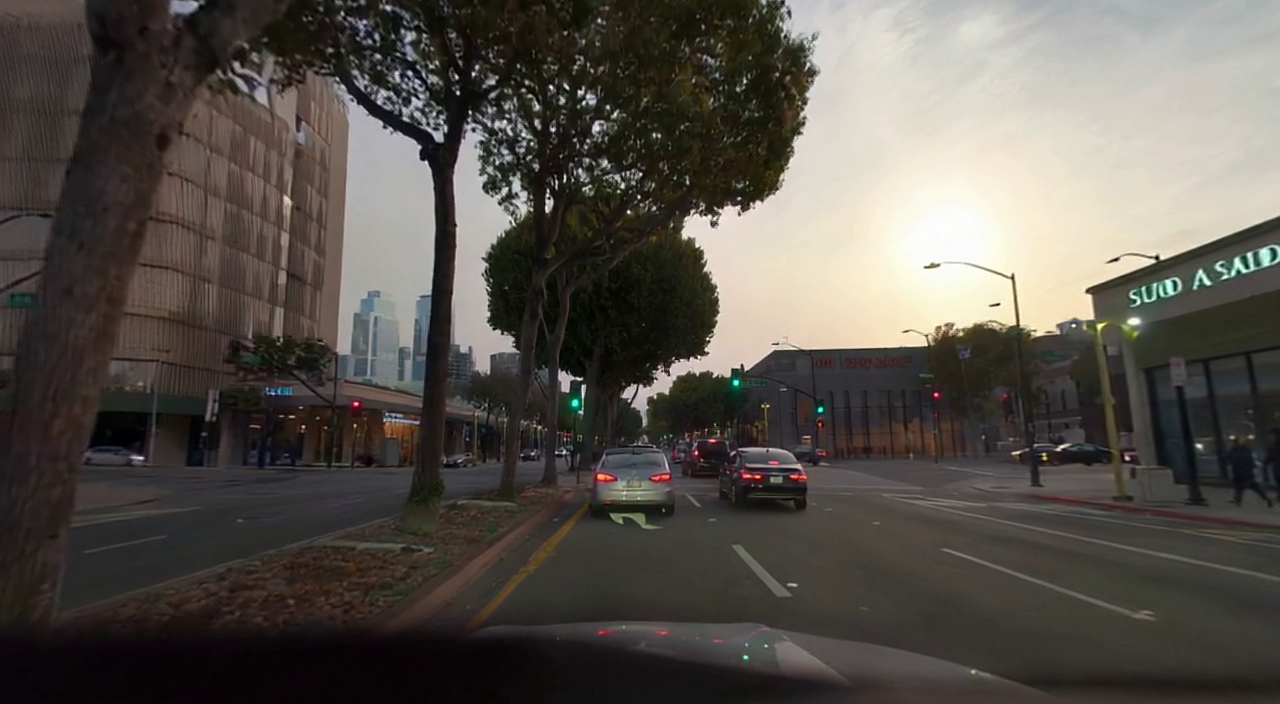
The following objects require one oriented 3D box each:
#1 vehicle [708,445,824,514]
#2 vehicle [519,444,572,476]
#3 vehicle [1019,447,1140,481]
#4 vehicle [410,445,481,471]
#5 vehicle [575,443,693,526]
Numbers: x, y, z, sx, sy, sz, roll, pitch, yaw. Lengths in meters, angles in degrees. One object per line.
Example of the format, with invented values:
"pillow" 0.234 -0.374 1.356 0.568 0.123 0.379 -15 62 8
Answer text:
"vehicle" 2.935 3.058 15.664 1.893 1.446 4.270 0 -8 -1
"vehicle" -5.324 6.121 36.103 2.192 1.708 4.291 -1 -8 2
"vehicle" 22.360 5.699 32.192 4.610 1.622 1.934 -1 -8 4
"vehicle" -14.349 7.821 46.841 2.098 1.748 5.353 -4 -9 22
"vehicle" -0.135 2.681 13.373 2.087 1.456 4.143 0 -8 -1
